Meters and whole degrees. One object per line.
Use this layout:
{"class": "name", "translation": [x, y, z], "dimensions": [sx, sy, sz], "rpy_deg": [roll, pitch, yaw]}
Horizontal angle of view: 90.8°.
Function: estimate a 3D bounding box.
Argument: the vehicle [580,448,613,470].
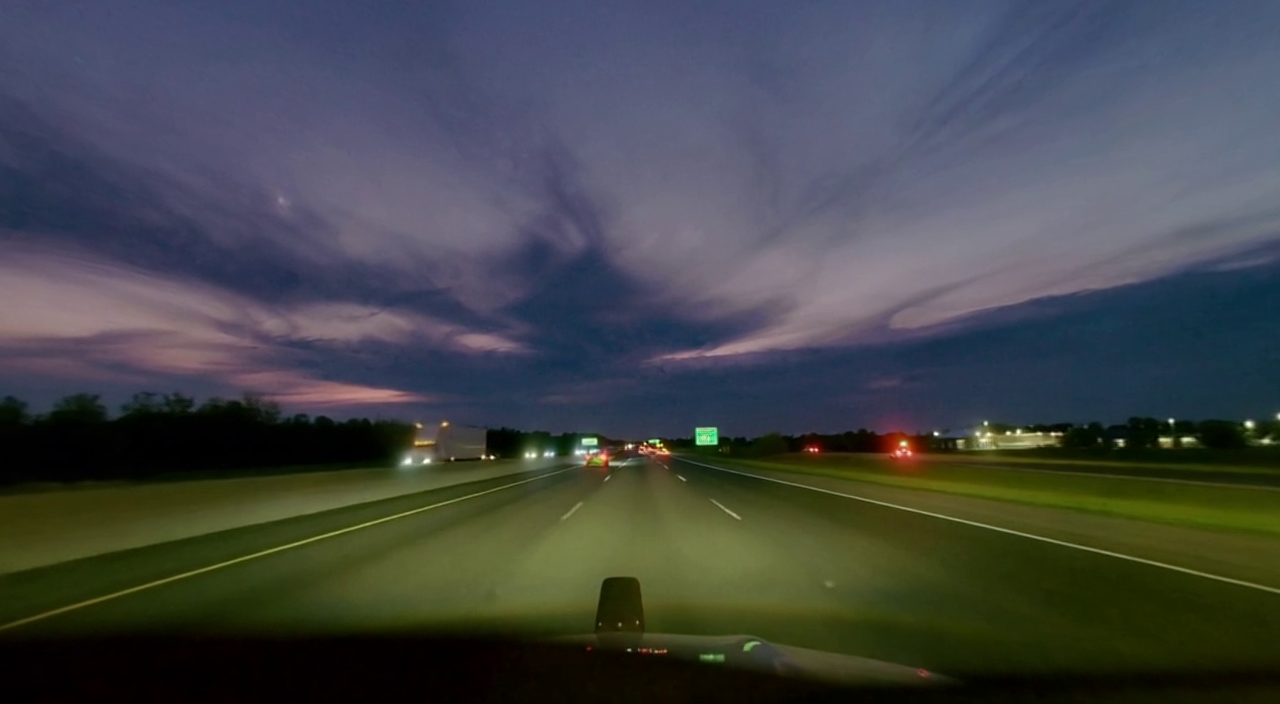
{"class": "vehicle", "translation": [-3.232, 8.123, 48.124], "dimensions": [2.180, 1.537, 4.459], "rpy_deg": [0, -9, 0]}
